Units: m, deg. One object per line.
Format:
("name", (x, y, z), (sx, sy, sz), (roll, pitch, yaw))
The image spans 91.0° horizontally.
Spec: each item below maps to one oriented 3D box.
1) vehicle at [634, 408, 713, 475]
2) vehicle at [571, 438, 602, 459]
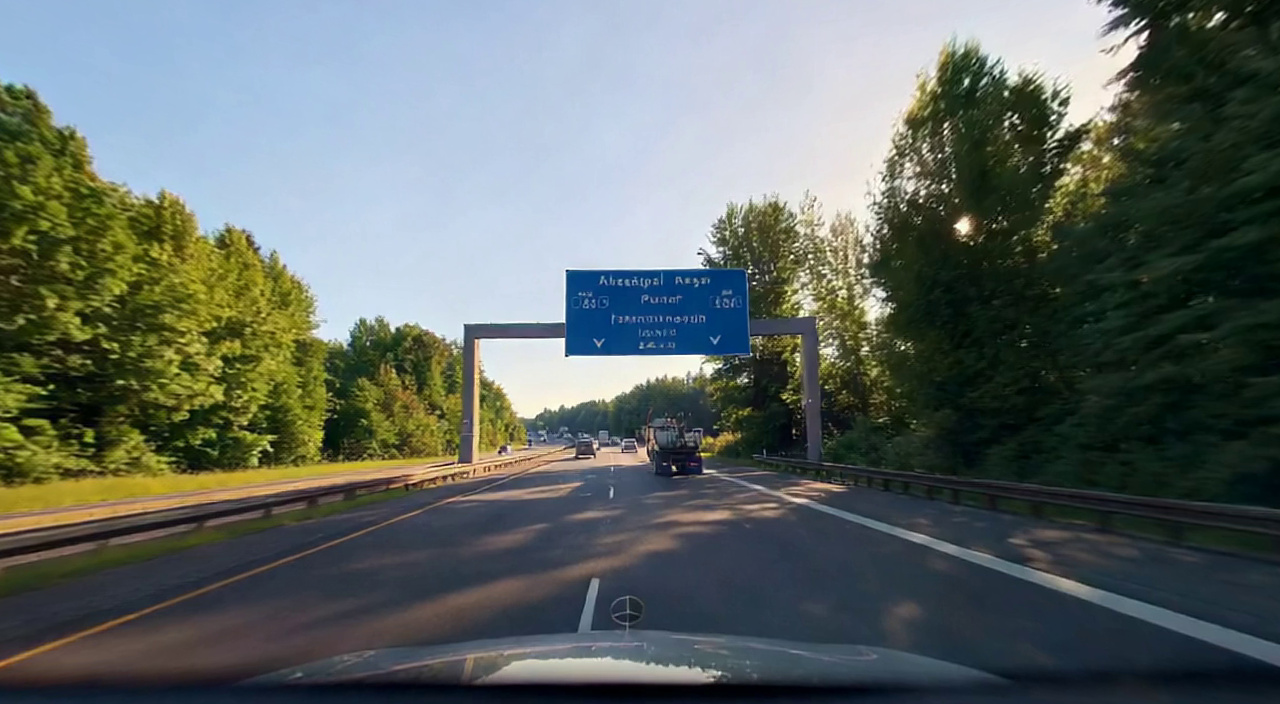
("vehicle", (1.217, 3.765, 26.447), (2.677, 2.439, 6.402), (0, -8, -3))
("vehicle", (-3.990, 7.240, 47.382), (2.114, 1.504, 3.924), (0, -8, -2))
